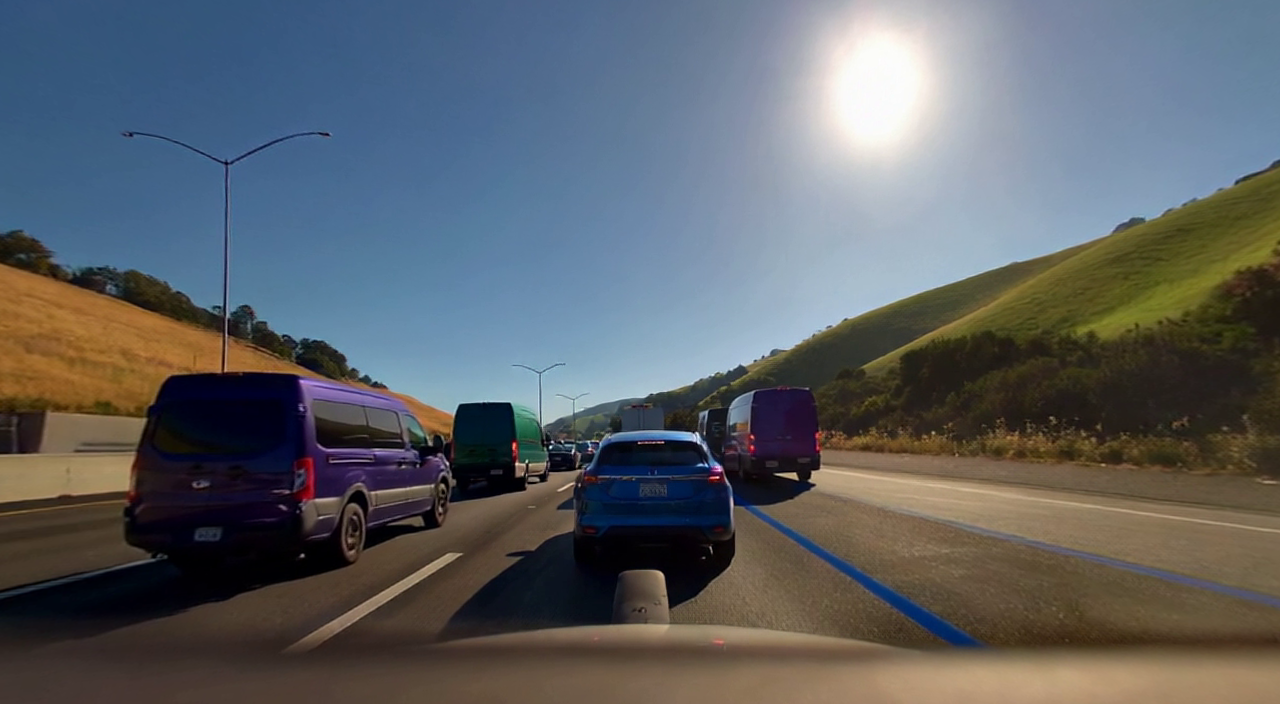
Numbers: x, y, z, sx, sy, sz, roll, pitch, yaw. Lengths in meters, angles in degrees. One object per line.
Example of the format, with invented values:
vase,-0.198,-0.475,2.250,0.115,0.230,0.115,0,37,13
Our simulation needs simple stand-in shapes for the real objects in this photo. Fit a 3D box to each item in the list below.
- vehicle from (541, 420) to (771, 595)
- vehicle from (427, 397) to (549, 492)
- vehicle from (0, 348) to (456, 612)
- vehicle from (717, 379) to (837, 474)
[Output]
vehicle,0.093,1.652,7.550,2.003,1.499,3.930,0,-8,-1
vehicle,-4.472,2.890,19.736,2.300,2.522,5.701,0,-8,1
vehicle,-4.211,1.406,7.799,2.195,2.086,5.445,0,-8,0
vehicle,6.319,3.848,31.520,2.977,3.878,11.111,0,-8,-3
